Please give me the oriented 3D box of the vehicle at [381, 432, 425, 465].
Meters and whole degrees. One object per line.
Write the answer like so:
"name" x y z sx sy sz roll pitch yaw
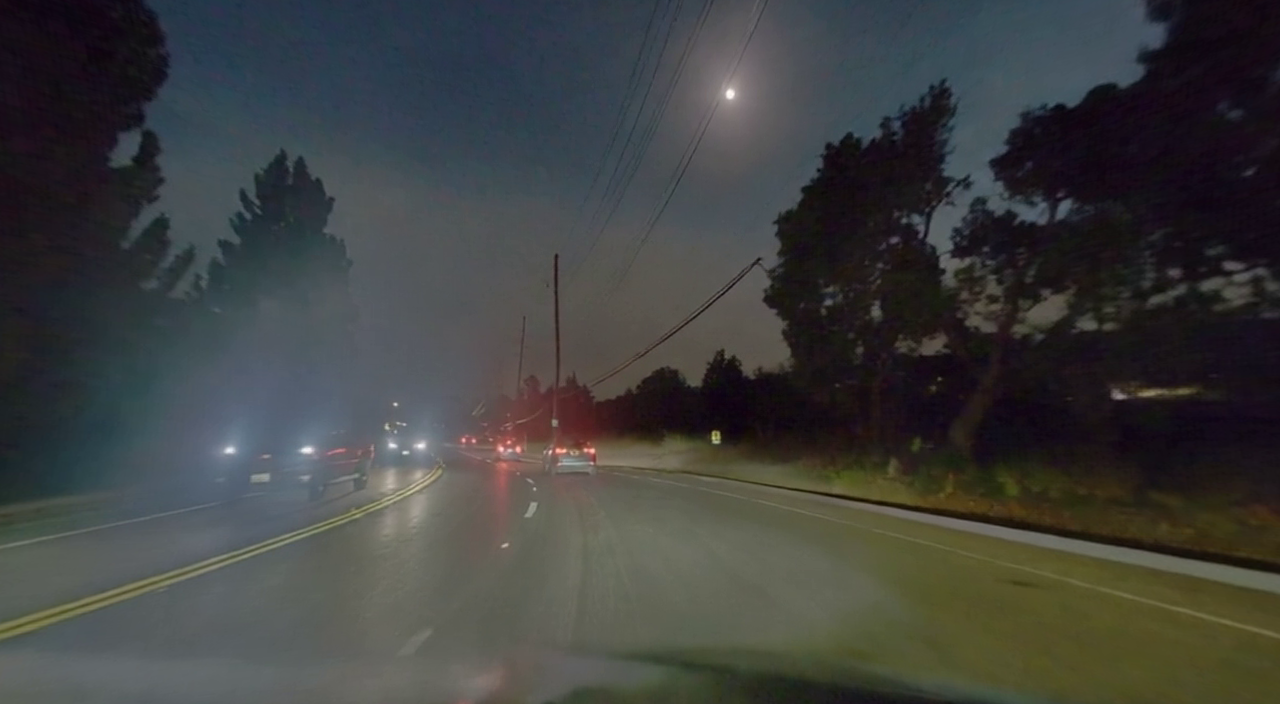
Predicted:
"vehicle" -13.130 5.308 35.173 1.967 1.688 4.286 2 -7 -17

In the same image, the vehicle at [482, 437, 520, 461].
"vehicle" -10.478 7.269 47.343 2.075 1.699 4.520 3 -9 -21

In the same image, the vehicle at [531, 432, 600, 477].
"vehicle" -3.317 4.393 27.302 2.140 1.767 4.720 3 -9 -17

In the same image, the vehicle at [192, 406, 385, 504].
"vehicle" -8.664 2.631 16.458 2.524 2.051 5.963 1 -9 -11
